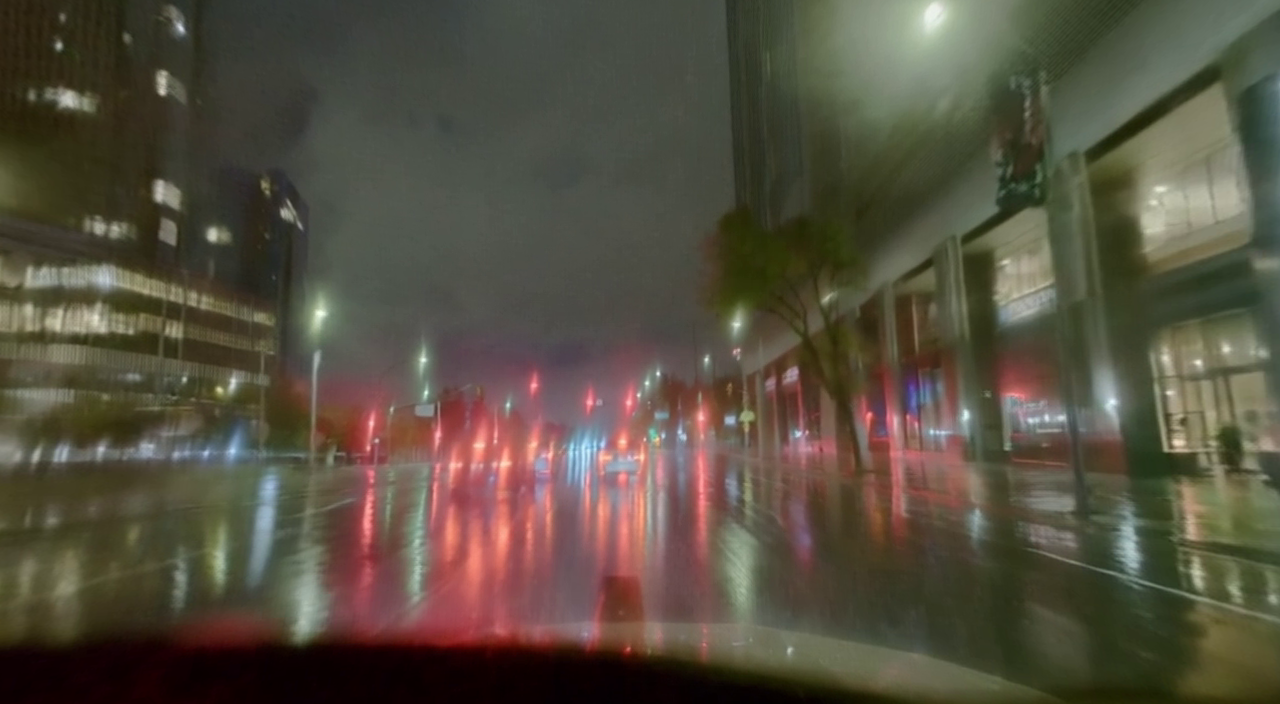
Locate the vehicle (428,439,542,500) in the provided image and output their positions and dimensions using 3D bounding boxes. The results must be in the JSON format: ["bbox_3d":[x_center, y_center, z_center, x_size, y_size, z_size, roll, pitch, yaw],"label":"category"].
[{"bbox_3d":[-4.152,3.212,17.735,2.020,1.457,4.496,0,-8,0],"label":"vehicle"}]

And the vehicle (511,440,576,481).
[{"bbox_3d":[-3.705,4.242,25.006,1.950,1.487,4.130,0,-8,0],"label":"vehicle"}]

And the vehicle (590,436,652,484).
[{"bbox_3d":[-0.630,3.834,22.638,2.042,1.555,3.912,0,-8,0],"label":"vehicle"}]

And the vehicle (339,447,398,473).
[{"bbox_3d":[-19.563,7.758,45.779,2.054,1.724,4.829,0,-8,0],"label":"vehicle"}]
